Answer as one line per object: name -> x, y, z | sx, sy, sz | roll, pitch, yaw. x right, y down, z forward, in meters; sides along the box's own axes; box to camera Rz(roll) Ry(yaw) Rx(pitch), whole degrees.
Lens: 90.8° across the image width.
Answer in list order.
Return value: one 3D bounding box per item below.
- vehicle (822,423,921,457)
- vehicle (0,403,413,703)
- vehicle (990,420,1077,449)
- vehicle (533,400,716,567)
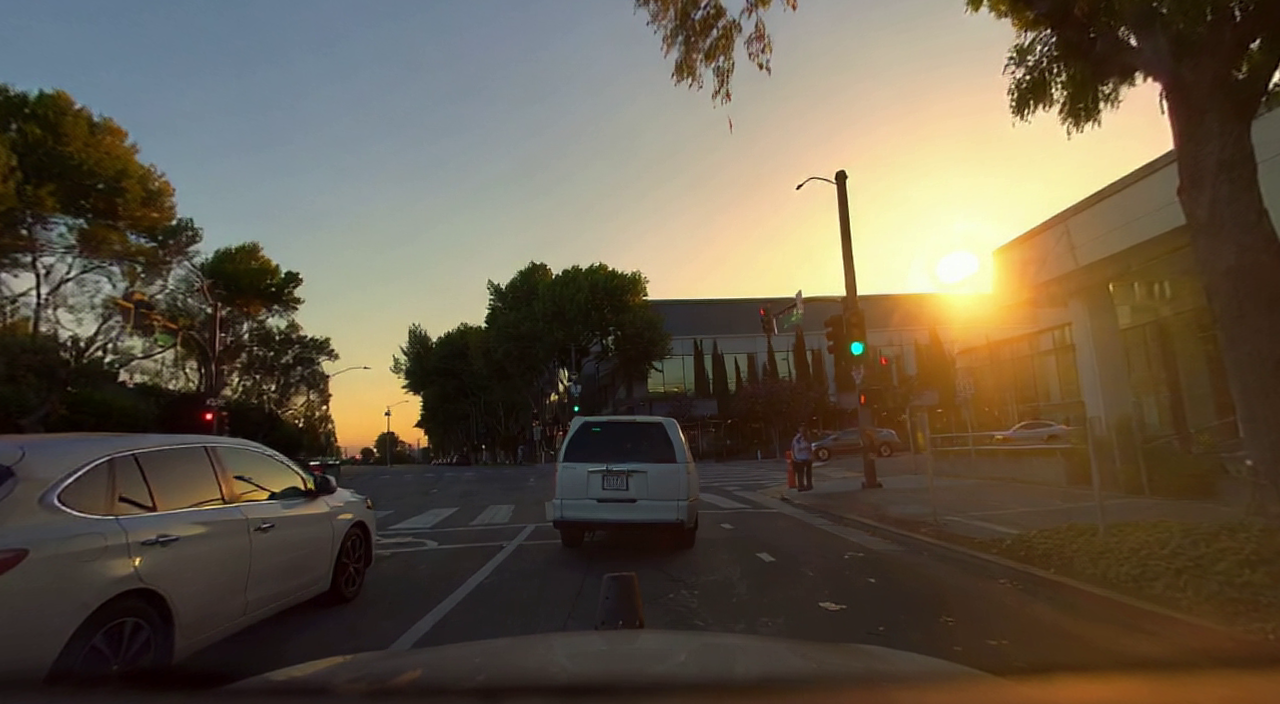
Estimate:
vehicle -> 12.829, 4.899, 35.102 | 4.872, 1.806, 2.107 | 3, -9, -19
vehicle -> -3.380, 1.266, 4.553 | 2.011, 1.527, 4.008 | 0, -8, -1
vehicle -> 21.959, 4.645, 35.267 | 3.830, 1.545, 2.006 | 3, -9, -19
vehicle -> -0.181, 1.799, 9.358 | 2.059, 1.877, 4.249 | 0, -8, 0
